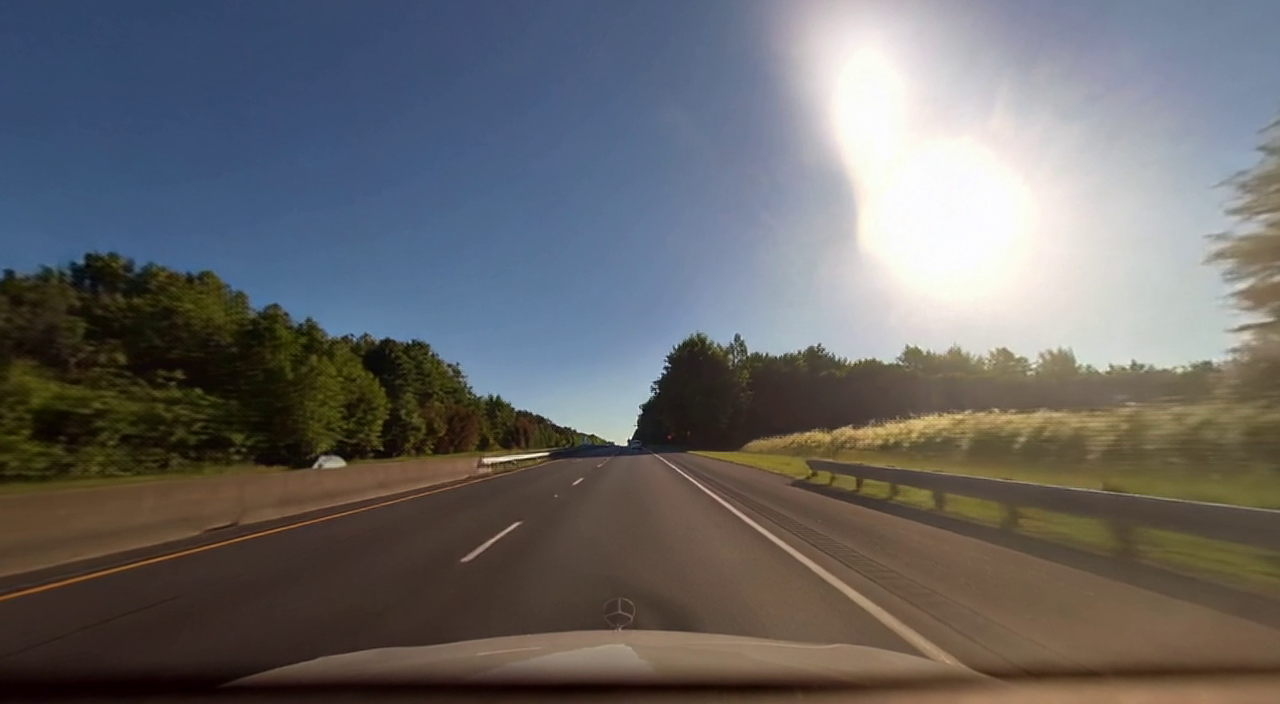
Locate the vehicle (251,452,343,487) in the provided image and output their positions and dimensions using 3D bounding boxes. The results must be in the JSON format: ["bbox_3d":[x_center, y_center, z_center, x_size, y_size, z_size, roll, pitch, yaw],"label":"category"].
[{"bbox_3d":[-16.686,5.701,30.909,1.982,1.498,4.619,0,-8,-1],"label":"vehicle"}]
